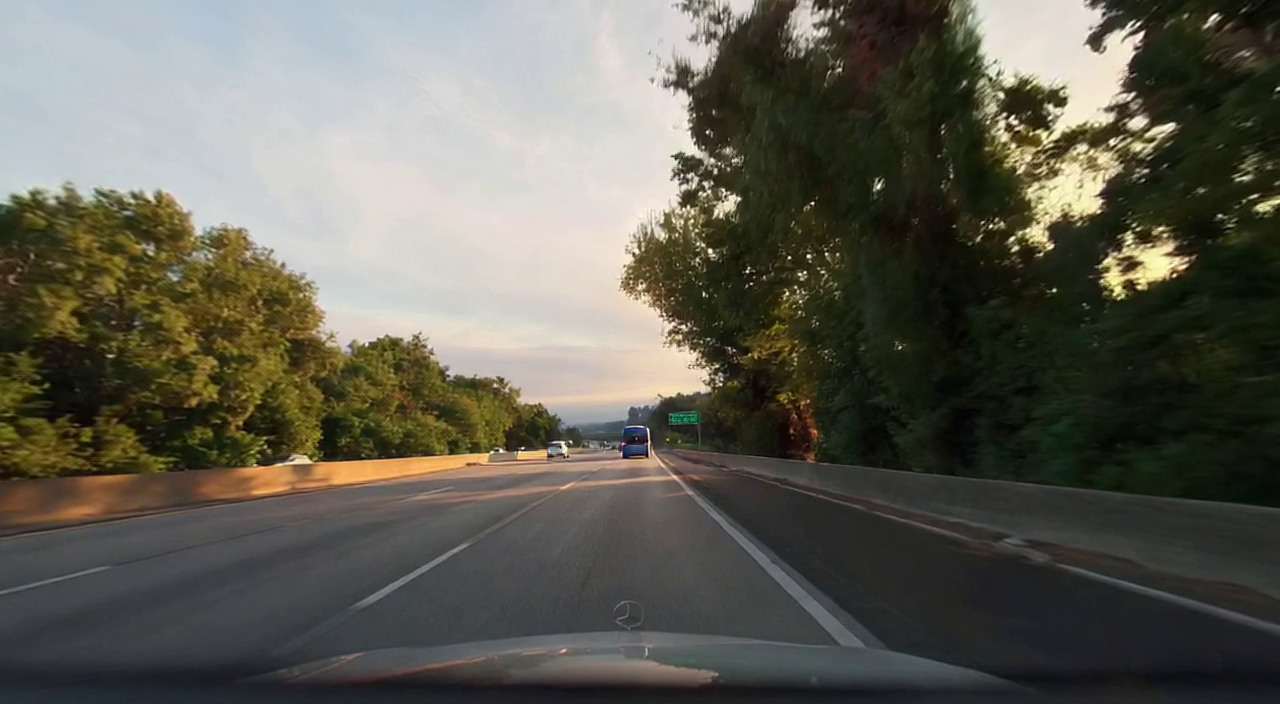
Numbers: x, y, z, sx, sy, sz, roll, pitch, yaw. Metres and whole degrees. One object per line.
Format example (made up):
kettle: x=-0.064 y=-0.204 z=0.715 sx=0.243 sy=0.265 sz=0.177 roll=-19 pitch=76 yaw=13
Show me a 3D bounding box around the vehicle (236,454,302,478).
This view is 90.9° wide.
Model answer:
vehicle: x=-24.972 y=7.662 z=42.665 sx=1.877 sy=1.489 sz=4.236 roll=0 pitch=-8 yaw=0
